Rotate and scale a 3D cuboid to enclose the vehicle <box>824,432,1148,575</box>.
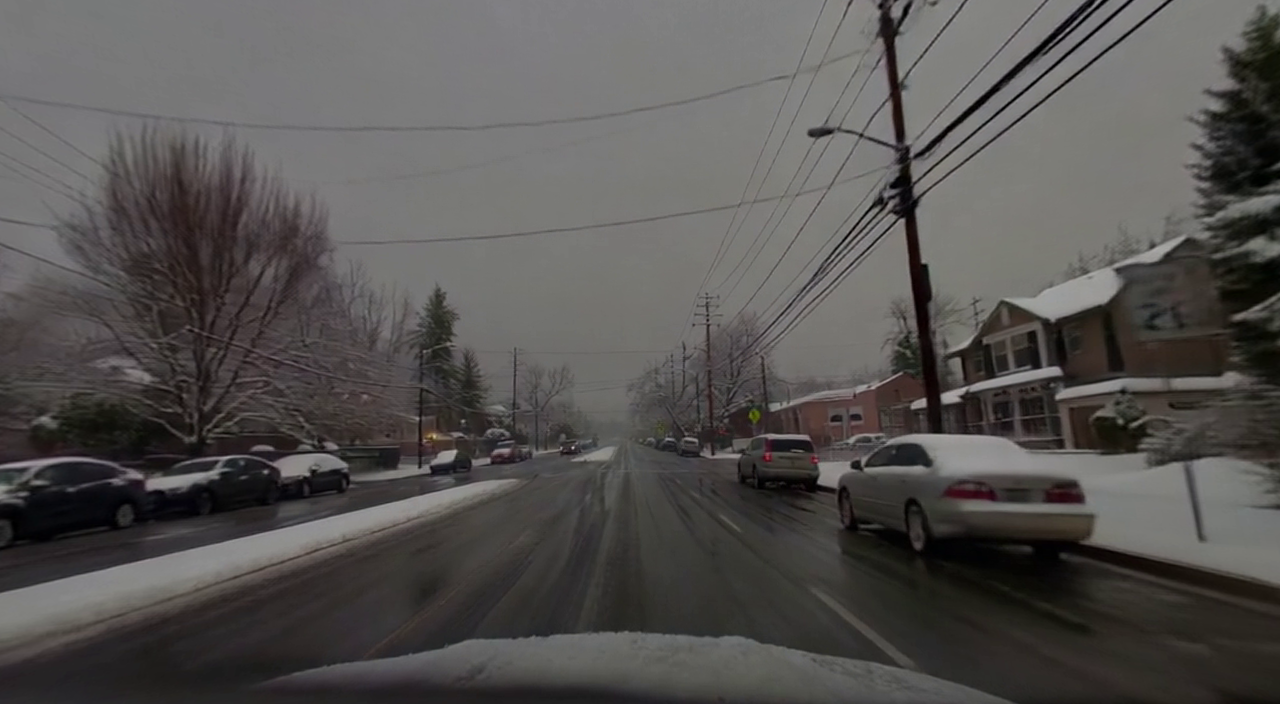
[{"bbox_3d":[4.275,1.913,8.883,1.989,1.471,4.460,0,-8,-1],"label":"vehicle"}]

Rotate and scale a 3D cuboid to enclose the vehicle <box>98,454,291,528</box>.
[{"bbox_3d":[-11.013,3.406,16.131,1.804,1.513,4.450,0,-8,-2],"label":"vehicle"}]

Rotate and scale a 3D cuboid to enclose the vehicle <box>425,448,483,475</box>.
[{"bbox_3d":[-11.416,6.740,39.081,1.970,1.523,4.702,0,-8,2],"label":"vehicle"}]

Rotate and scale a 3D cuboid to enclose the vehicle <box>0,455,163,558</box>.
[{"bbox_3d":[-10.978,2.595,10.901,1.955,1.522,4.759,0,-8,-3],"label":"vehicle"}]

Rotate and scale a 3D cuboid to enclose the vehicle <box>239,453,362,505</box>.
[{"bbox_3d":[-11.209,4.190,21.250,1.778,1.470,4.217,0,-8,0],"label":"vehicle"}]

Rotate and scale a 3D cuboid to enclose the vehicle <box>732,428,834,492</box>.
[{"bbox_3d":[4.403,3.403,20.204,2.126,1.802,4.259,0,-8,-2],"label":"vehicle"}]
